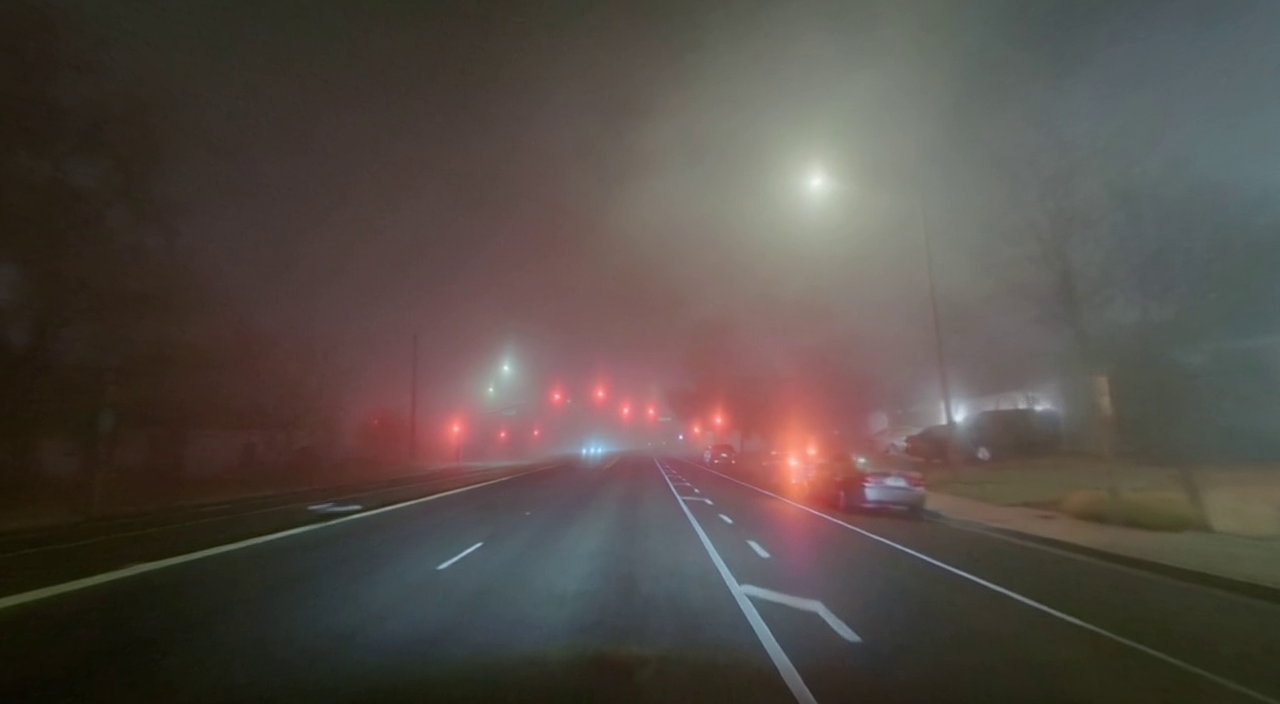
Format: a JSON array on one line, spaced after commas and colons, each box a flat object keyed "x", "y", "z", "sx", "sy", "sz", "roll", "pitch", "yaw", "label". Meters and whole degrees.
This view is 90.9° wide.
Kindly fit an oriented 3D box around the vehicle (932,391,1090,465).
[{"x": 13.466, "y": 2.815, "z": 23.079, "sx": 4.284, "sy": 1.725, "sz": 1.981, "roll": -12, "pitch": -9, "yaw": -1, "label": "vehicle"}]

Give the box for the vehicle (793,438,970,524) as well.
[{"x": 4.671, "y": 2.543, "z": 13.055, "sx": 1.881, "sy": 1.435, "sz": 4.525, "roll": 0, "pitch": -9, "yaw": 0, "label": "vehicle"}]

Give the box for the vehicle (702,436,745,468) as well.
[{"x": 5.097, "y": 6.191, "z": 39.052, "sx": 2.170, "sy": 1.869, "sz": 4.594, "roll": 0, "pitch": -9, "yaw": 2, "label": "vehicle"}]
